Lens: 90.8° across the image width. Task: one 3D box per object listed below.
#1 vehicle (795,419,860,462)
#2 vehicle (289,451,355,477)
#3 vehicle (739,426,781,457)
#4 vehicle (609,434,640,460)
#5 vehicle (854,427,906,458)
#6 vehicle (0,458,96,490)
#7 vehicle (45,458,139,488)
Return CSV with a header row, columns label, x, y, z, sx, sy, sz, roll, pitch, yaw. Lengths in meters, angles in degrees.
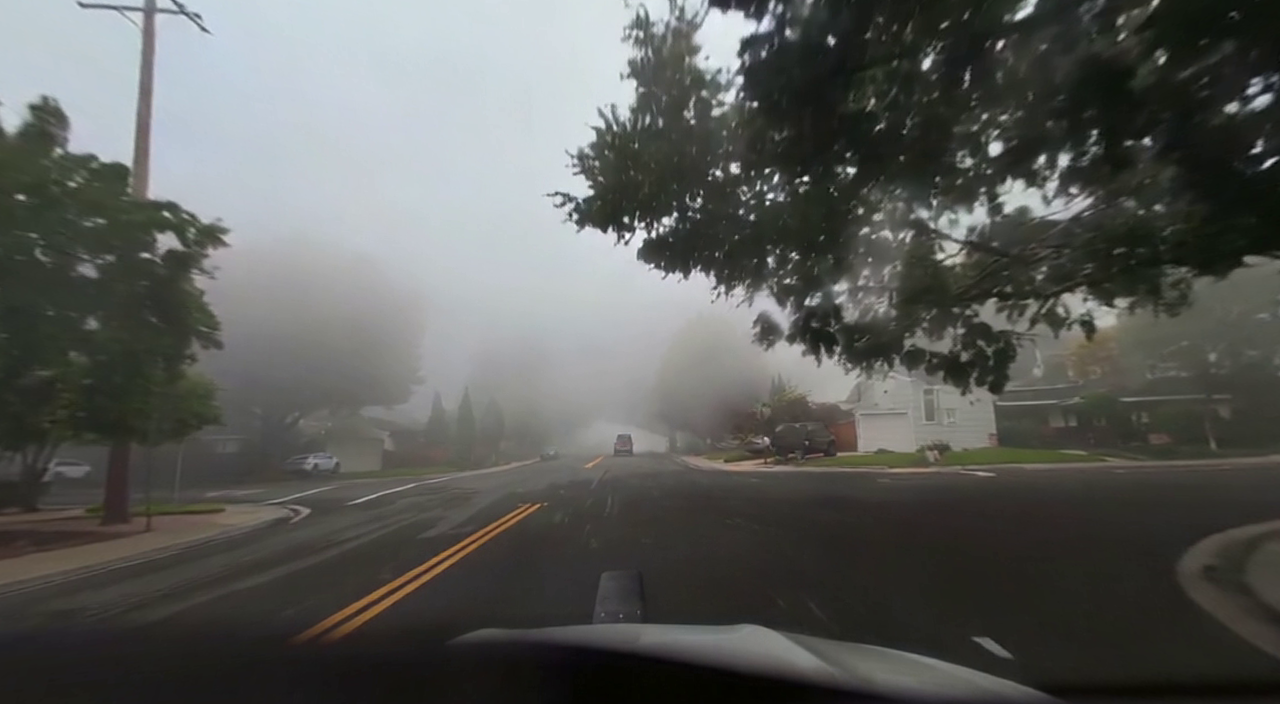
label,x,y,z,sx,sy,sz,roll,pitch,yaw
vehicle,9.390,4.522,32.098,2.333,1.933,5.662,-1,-8,8
vehicle,-20.205,7.139,40.378,1.917,1.499,4.569,0,-8,0
vehicle,7.582,5.721,40.280,2.130,1.836,4.464,-1,-8,5
vehicle,-1.063,6.820,45.403,2.116,1.711,4.155,0,-8,-1
vehicle,12.714,4.814,33.677,1.972,1.528,3.891,-2,-9,13
vehicle,-36.523,7.528,39.101,2.016,1.746,4.125,0,-8,-1
vehicle,-33.714,7.425,39.052,1.978,1.666,4.230,0,-8,0
